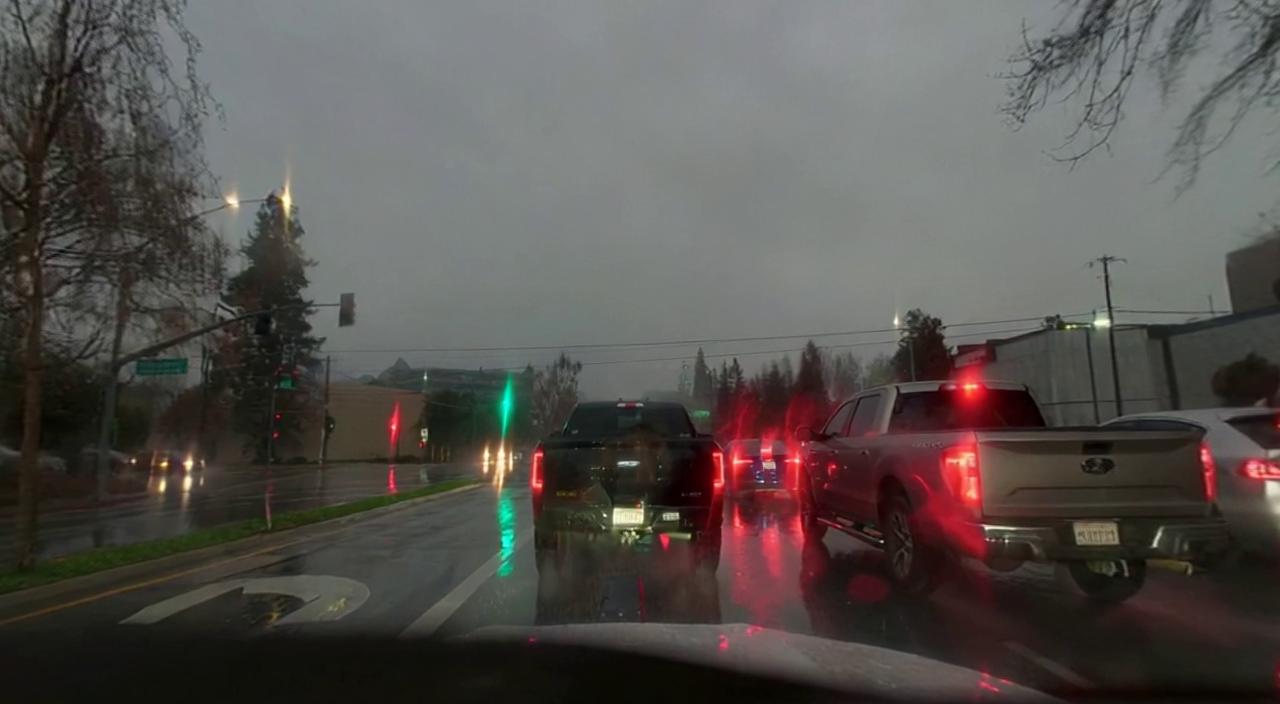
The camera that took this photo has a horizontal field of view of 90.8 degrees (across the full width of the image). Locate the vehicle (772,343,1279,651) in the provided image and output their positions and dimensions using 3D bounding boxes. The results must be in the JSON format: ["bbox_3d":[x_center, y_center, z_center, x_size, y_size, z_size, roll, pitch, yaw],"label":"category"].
[{"bbox_3d":[3.319,1.328,6.923,2.412,1.953,5.682,0,-9,-1],"label":"vehicle"}]

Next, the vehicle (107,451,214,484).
[{"bbox_3d":[-26.393,6.334,34.988,4.437,1.669,1.936,5,-10,-30],"label":"vehicle"}]

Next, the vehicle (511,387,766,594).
[{"bbox_3d":[-0.063,1.594,8.157,2.240,1.821,5.001,0,-9,-1],"label":"vehicle"}]
